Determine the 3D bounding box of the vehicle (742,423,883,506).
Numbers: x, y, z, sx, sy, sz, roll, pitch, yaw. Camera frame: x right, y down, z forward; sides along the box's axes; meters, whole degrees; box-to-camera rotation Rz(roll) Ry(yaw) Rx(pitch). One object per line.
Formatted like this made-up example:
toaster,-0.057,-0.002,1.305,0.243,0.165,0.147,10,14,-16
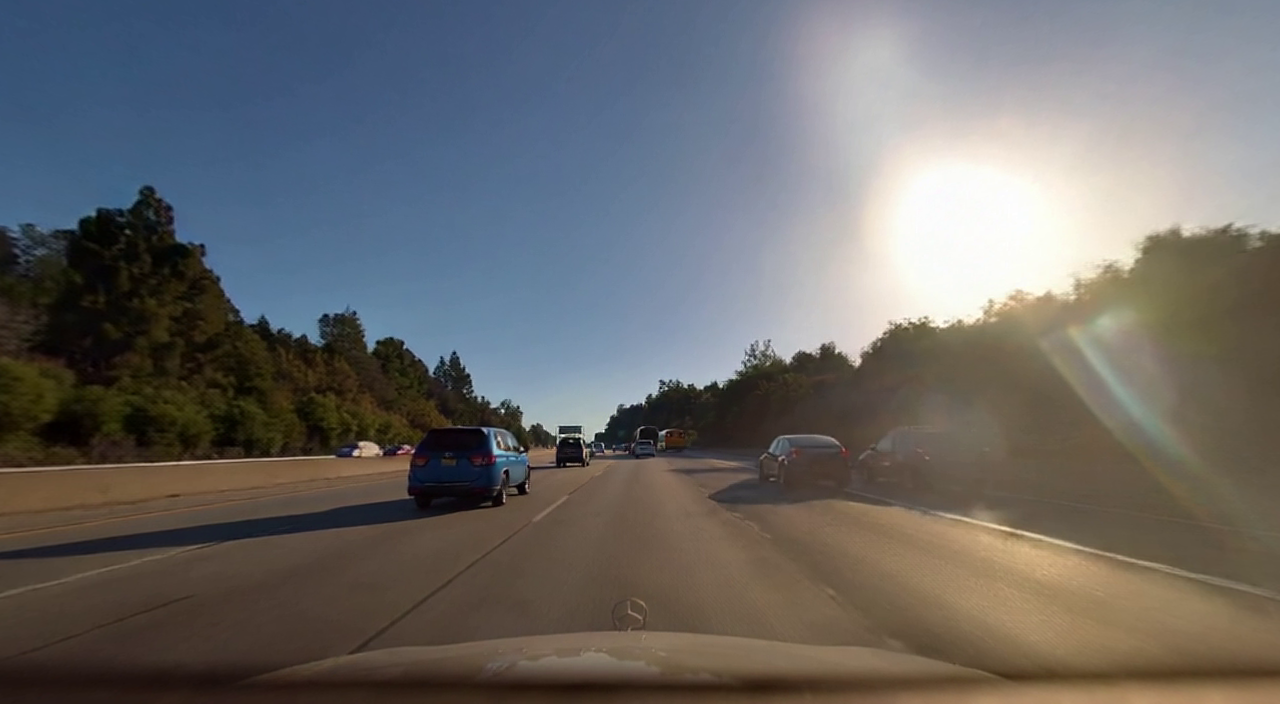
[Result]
vehicle,3.896,2.643,15.227,2.050,1.661,4.636,0,-8,-1

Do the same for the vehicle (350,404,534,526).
vehicle,-3.490,2.106,12.208,2.016,1.898,4.458,0,-8,1

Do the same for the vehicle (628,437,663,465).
vehicle,0.325,6.128,39.218,2.042,1.632,3.654,0,-8,0

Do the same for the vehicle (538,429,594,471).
vehicle,-3.502,4.756,30.653,2.155,1.843,4.567,0,-8,0

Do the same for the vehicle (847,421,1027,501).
vehicle,7.759,2.929,17.371,2.191,1.807,5.692,0,-8,0
